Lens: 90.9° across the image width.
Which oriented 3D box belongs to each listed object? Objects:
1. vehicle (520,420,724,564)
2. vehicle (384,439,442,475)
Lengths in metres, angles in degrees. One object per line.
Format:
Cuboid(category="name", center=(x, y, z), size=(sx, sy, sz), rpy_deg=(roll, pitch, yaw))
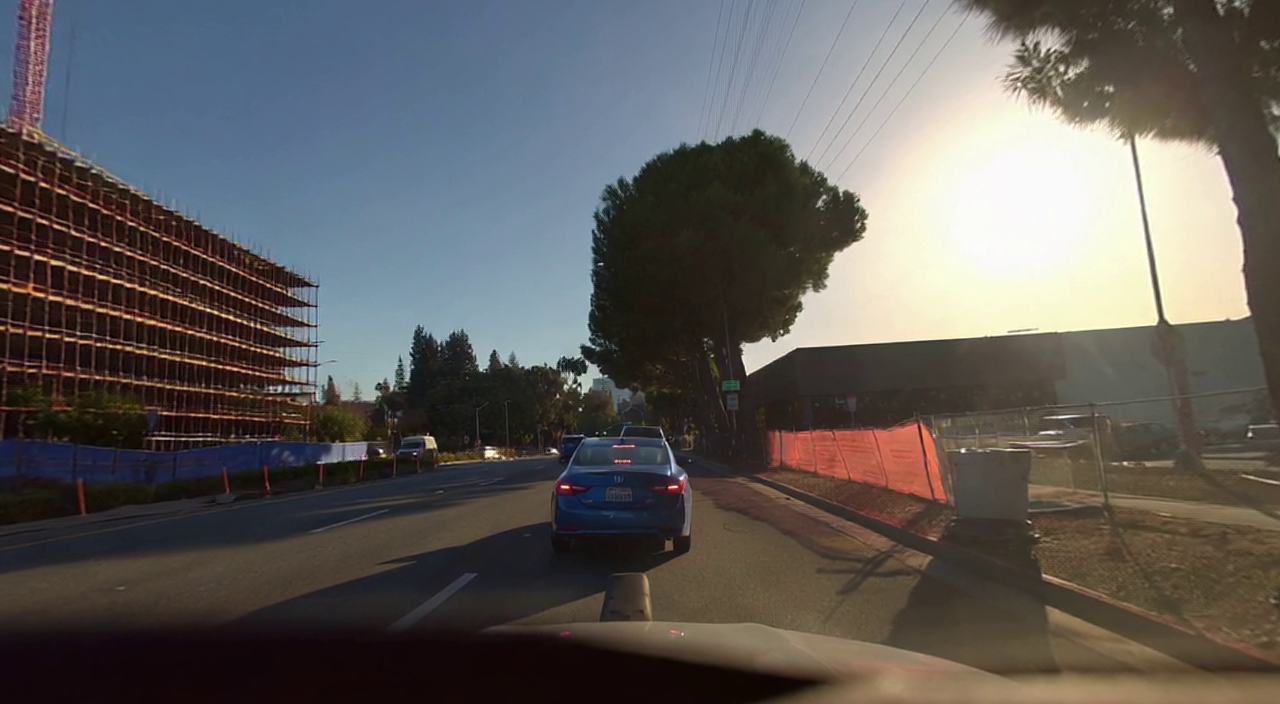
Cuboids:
Cuboid(category="vehicle", center=(-0.188, 1.765, 8.661), size=(2.112, 1.482, 4.076), rpy_deg=(0, -8, 0))
Cuboid(category="vehicle", center=(-10.366, 4.702, 28.566), size=(2.072, 1.465, 4.394), rpy_deg=(4, -9, -24))
